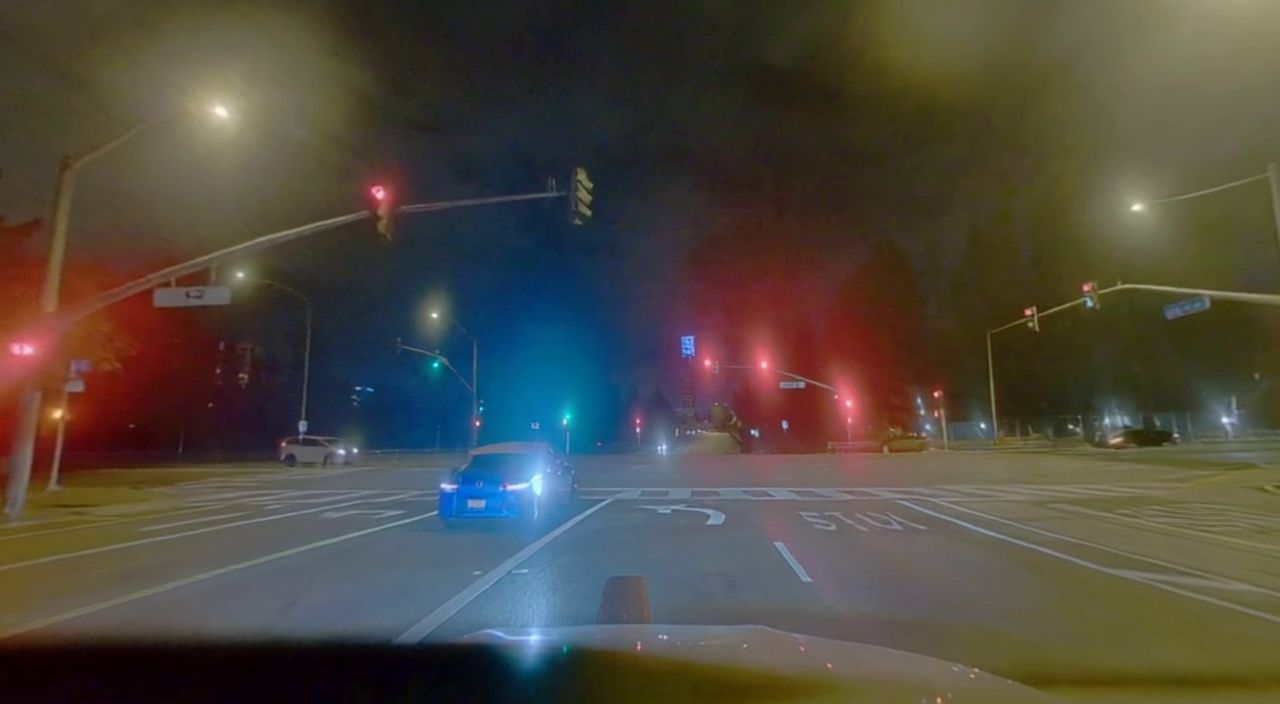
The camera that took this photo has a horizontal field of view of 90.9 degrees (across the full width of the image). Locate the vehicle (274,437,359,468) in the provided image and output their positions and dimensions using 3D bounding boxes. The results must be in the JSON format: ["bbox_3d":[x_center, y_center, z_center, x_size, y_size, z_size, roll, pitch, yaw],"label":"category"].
[{"bbox_3d":[-18.378,5.680,35.872,3.952,1.568,1.788,-3,-7,8],"label":"vehicle"}]

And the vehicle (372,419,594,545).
[{"bbox_3d":[-2.189,1.962,10.162,2.055,1.573,4.065,-1,-8,8],"label":"vehicle"}]

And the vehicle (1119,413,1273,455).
[{"bbox_3d":[23.277,3.496,26.563,4.406,1.661,1.857,-1,-8,8],"label":"vehicle"}]
